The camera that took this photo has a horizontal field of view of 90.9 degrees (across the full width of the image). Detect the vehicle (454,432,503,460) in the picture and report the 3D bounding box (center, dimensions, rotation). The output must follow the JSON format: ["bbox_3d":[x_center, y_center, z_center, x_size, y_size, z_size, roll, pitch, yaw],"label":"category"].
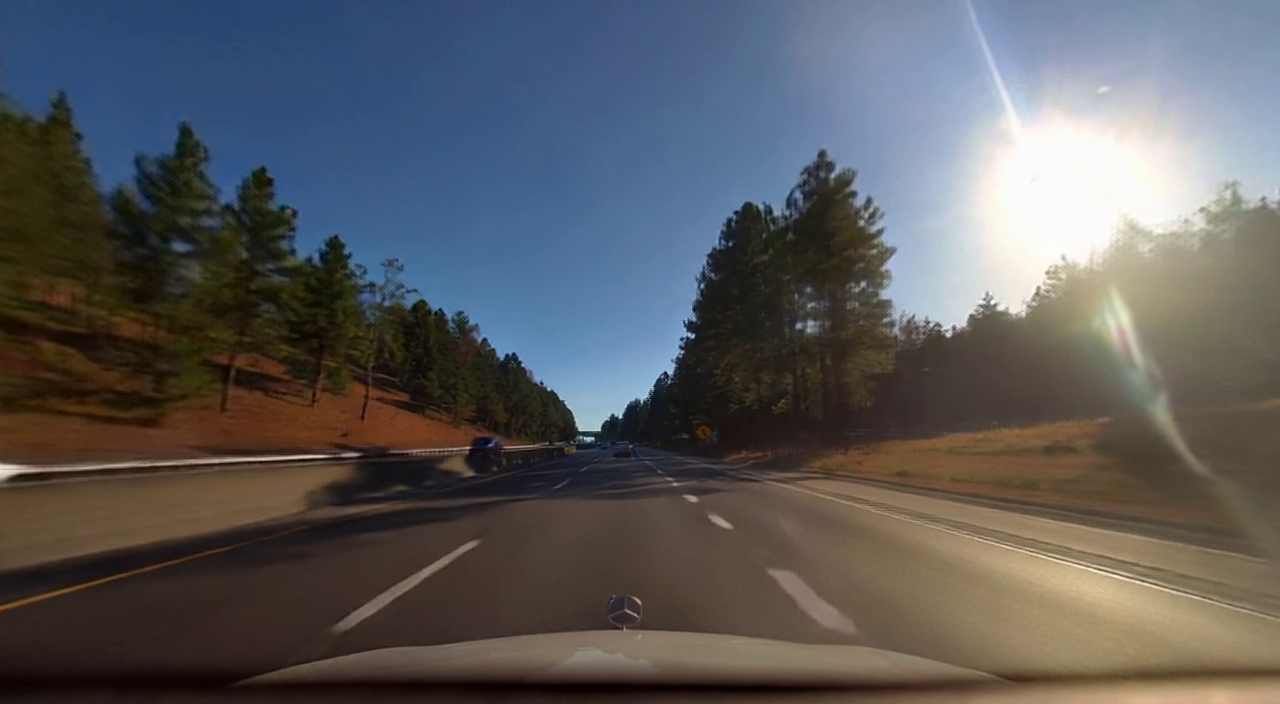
[{"bbox_3d":[-10.644,6.269,42.034,1.991,1.748,5.095,0,-8,-1],"label":"vehicle"}]
